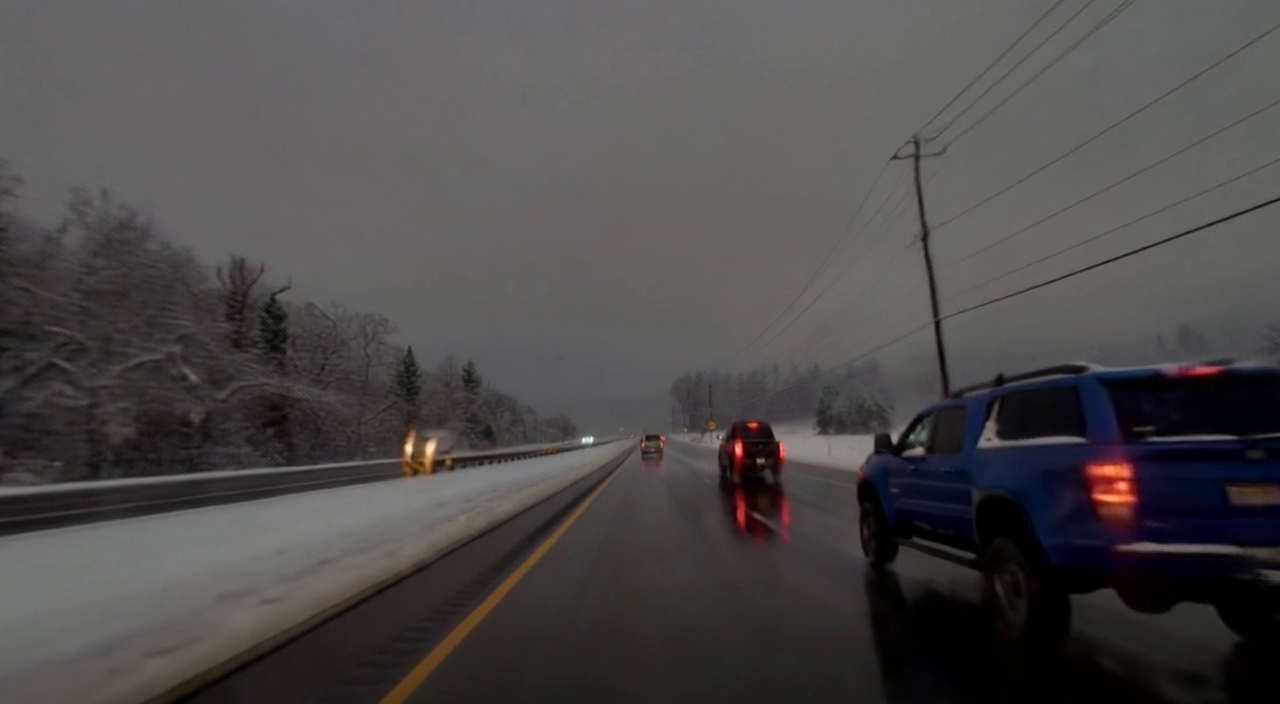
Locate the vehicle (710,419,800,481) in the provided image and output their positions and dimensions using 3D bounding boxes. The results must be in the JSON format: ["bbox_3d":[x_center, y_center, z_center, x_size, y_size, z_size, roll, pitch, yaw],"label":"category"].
[{"bbox_3d":[4.375,3.861,25.122,2.594,2.155,5.670,-1,-8,1],"label":"vehicle"}]

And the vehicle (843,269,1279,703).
[{"bbox_3d":[3.557,1.013,5.086,2.145,2.069,5.057,-1,-8,0],"label":"vehicle"}]

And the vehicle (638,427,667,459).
[{"bbox_3d":[0.914,7.040,48.742,2.099,2.260,4.899,-1,-8,0],"label":"vehicle"}]
